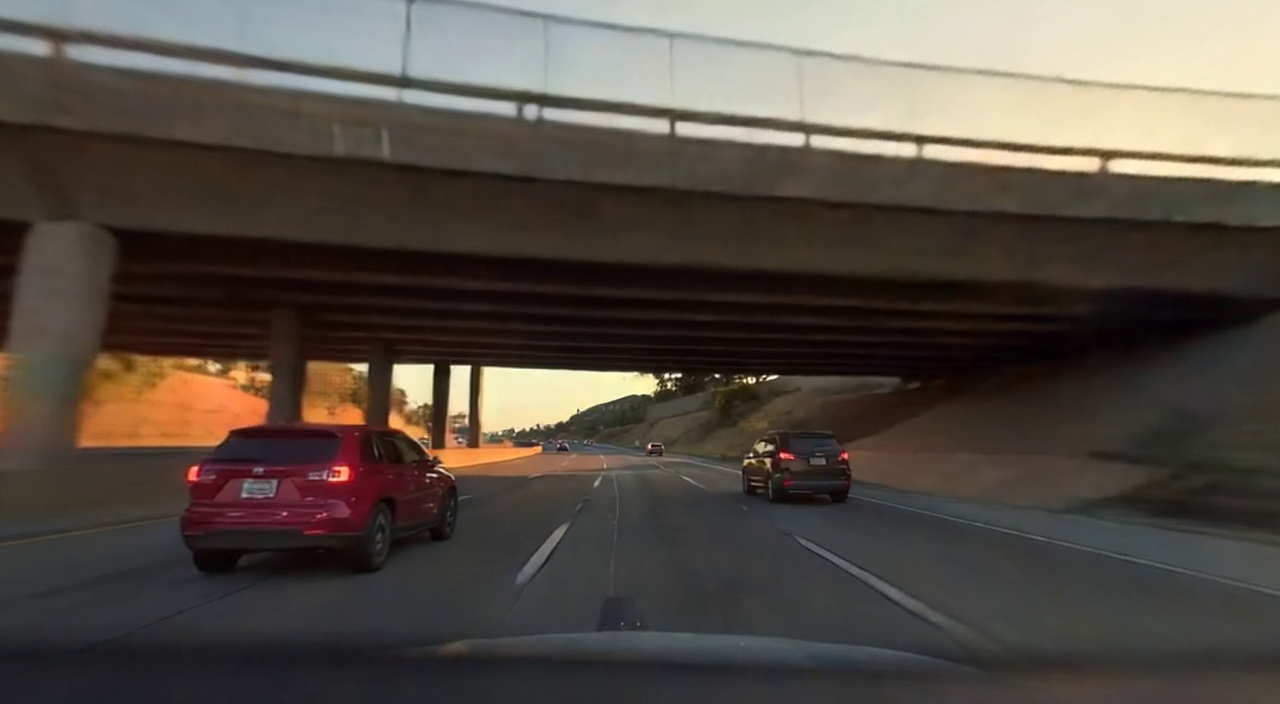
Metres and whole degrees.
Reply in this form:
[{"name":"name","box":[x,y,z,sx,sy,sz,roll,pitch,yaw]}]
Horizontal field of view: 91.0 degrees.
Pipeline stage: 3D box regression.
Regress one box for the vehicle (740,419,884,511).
[{"name":"vehicle","box":[3.915,2.686,15.358,2.153,1.860,4.689,0,-9,0]}]

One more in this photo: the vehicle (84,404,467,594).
[{"name":"vehicle","box":[-4.014,1.703,8.147,2.214,1.743,4.465,0,-9,1]}]

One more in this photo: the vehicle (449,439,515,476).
[{"name":"vehicle","box":[-7.863,5.306,31.763,2.095,1.696,4.680,0,-9,0]}]
